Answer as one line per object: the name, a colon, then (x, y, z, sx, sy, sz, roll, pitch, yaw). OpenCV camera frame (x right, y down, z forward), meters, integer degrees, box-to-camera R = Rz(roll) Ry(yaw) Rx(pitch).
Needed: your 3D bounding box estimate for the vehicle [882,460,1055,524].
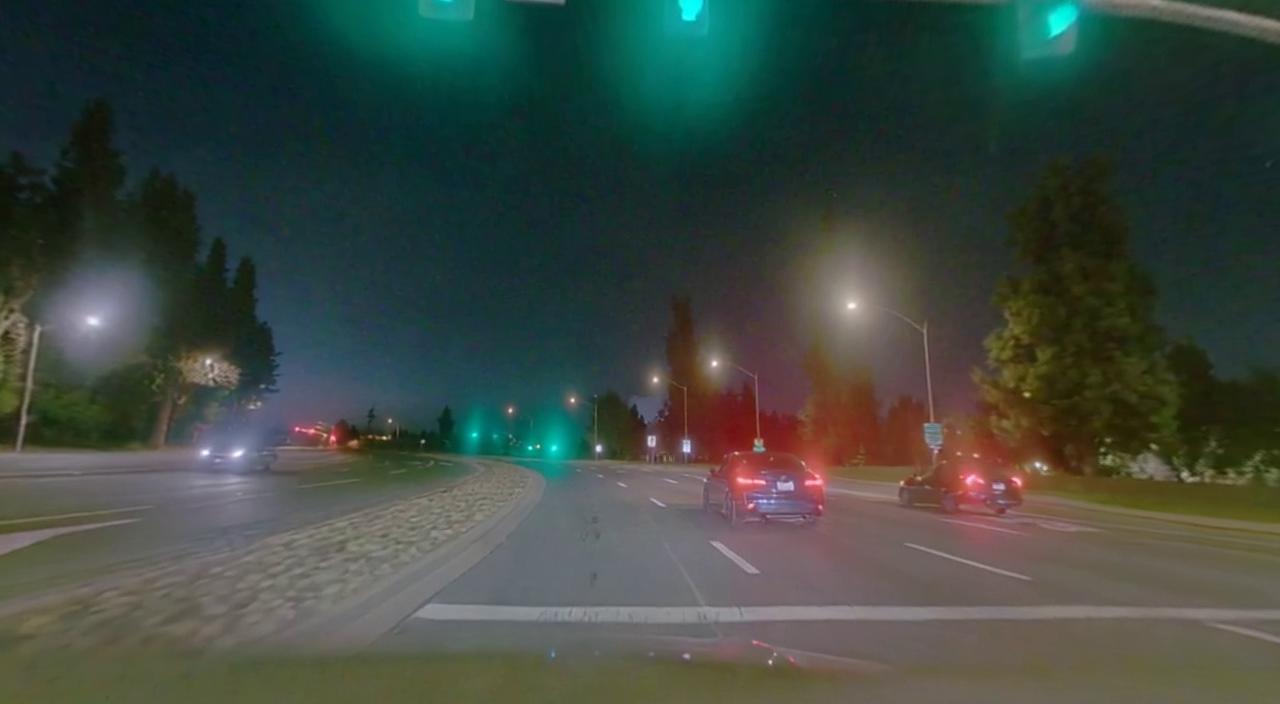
vehicle: (8.784, 3.759, 17.489, 1.940, 1.460, 4.652, 1, -9, -6)

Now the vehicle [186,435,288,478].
vehicle: (-16.331, 4.272, 25.899, 2.206, 1.583, 4.539, 3, -10, -16)

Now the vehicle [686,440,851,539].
vehicle: (2.362, 2.716, 13.046, 2.122, 1.646, 4.525, 1, -9, -5)
